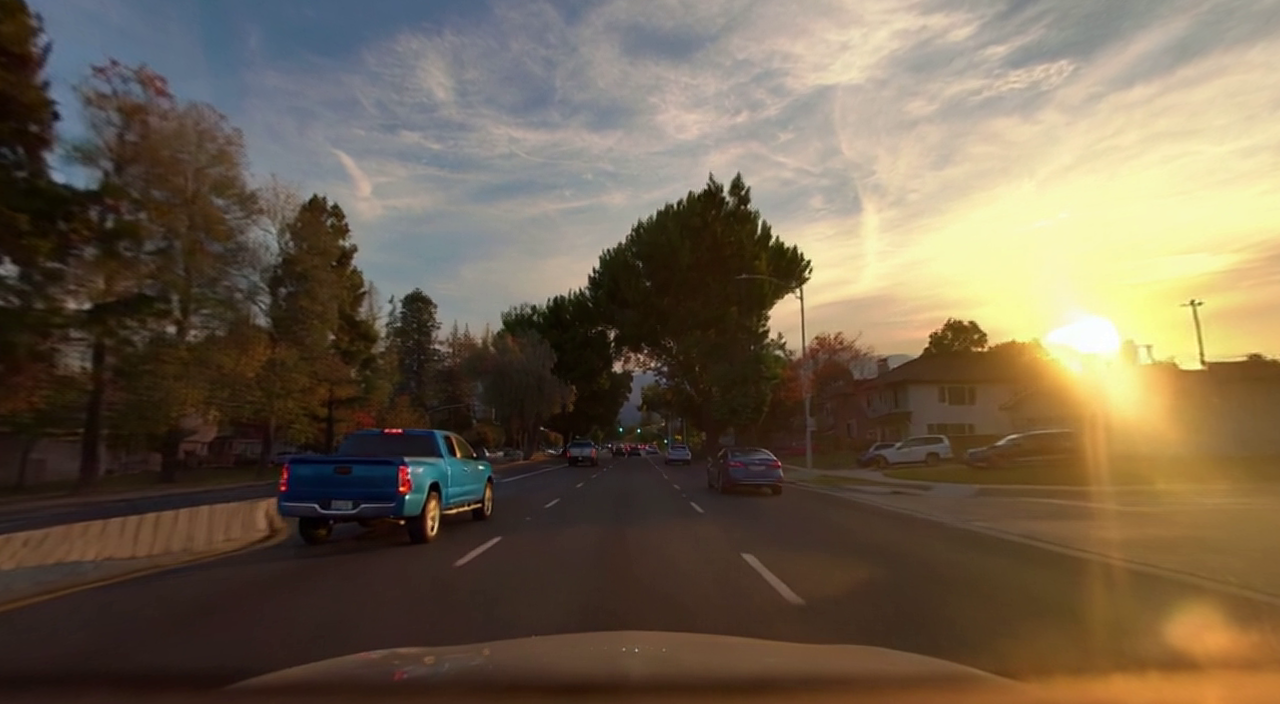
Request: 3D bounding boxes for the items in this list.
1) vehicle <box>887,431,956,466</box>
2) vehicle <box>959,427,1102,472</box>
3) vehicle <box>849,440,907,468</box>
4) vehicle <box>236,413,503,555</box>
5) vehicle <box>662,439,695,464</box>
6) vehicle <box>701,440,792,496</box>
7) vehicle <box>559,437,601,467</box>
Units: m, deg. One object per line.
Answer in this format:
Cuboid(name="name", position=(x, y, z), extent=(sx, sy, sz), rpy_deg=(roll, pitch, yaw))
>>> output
Cuboid(name="vehicle", position=(16.244, 5.650, 36.697), extent=(2.040, 1.784, 4.533), rpy_deg=(-3, -10, 3))
Cuboid(name="vehicle", position=(17.090, 4.266, 27.888), extent=(1.991, 1.806, 4.902), rpy_deg=(6, -10, -39))
Cuboid(name="vehicle", position=(13.641, 5.831, 36.514), extent=(1.929, 1.502, 4.177), rpy_deg=(0, -8, 3))
Cuboid(name="vehicle", position=(-3.940, 2.015, 10.555), extent=(2.111, 1.745, 5.274), rpy_deg=(0, -8, 0))
Cuboid(name="vehicle", position=(2.985, 7.752, 49.459), extent=(2.099, 1.845, 4.363), rpy_deg=(0, -8, -3))
Cuboid(name="vehicle", position=(3.029, 3.381, 18.887), extent=(1.884, 1.463, 4.195), rpy_deg=(0, -8, -1))
Cuboid(name="vehicle", position=(-3.826, 6.492, 41.328), extent=(2.218, 1.829, 4.492), rpy_deg=(0, -8, 1))
